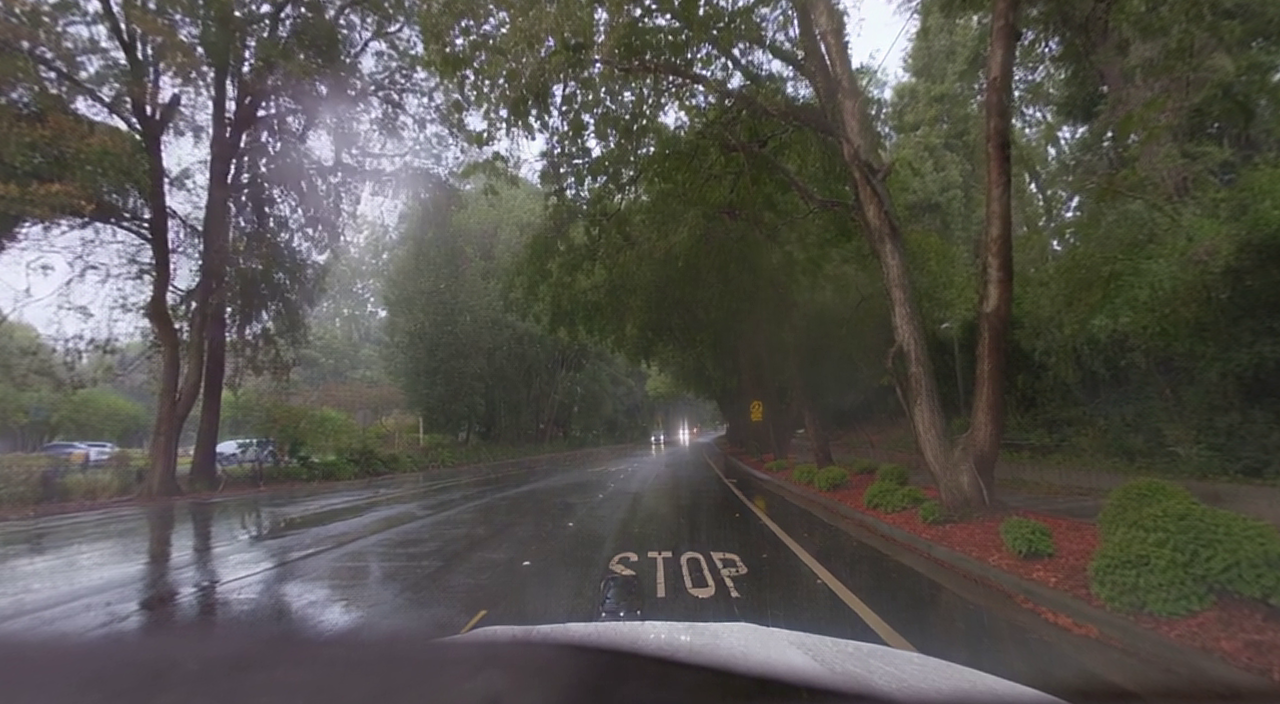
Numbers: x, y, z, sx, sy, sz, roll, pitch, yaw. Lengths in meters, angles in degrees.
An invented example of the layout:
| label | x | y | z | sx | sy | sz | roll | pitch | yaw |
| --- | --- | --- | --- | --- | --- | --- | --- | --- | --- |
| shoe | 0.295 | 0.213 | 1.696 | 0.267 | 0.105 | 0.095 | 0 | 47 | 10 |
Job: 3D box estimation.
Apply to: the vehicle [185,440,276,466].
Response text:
| label | x | y | z | sx | sy | sz | roll | pitch | yaw |
| --- | --- | --- | --- | --- | --- | --- | --- | --- | --- |
| vehicle | -24.365 | 6.053 | 37.671 | 4.007 | 1.459 | 1.952 | -1 | -10 | 0 |

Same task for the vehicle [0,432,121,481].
| label | x | y | z | sx | sy | sz | roll | pitch | yaw |
| --- | --- | --- | --- | --- | --- | --- | --- | --- | --- |
| vehicle | -28.331 | 5.064 | 30.688 | 4.733 | 1.892 | 1.939 | -4 | -4 | 2 |
